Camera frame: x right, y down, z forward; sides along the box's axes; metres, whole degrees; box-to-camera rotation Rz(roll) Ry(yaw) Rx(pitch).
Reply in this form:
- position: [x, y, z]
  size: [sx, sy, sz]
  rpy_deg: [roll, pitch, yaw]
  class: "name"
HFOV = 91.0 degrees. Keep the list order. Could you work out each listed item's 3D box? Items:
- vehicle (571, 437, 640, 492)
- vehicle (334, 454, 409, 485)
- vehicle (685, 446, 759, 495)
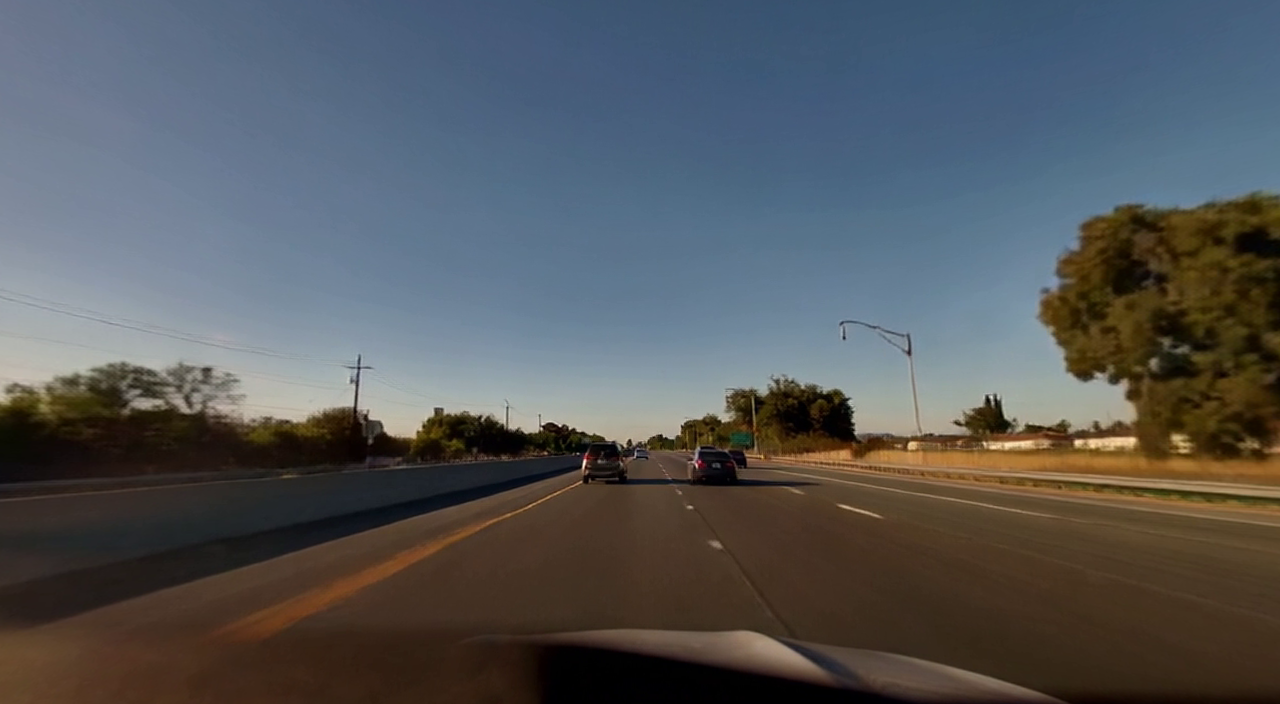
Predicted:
- position: [-1.099, 3.940, 22.331]
  size: [2.142, 1.724, 4.344]
  rpy_deg: [0, -9, 1]
  class: "vehicle"
- position: [-14.220, 6.220, 33.601]
  size: [1.948, 1.503, 4.343]
  rpy_deg: [0, -9, 2]
  class: "vehicle"
- position: [2.686, 3.984, 21.542]
  size: [2.004, 1.471, 4.032]
  rpy_deg: [0, -9, 1]
  class: "vehicle"
